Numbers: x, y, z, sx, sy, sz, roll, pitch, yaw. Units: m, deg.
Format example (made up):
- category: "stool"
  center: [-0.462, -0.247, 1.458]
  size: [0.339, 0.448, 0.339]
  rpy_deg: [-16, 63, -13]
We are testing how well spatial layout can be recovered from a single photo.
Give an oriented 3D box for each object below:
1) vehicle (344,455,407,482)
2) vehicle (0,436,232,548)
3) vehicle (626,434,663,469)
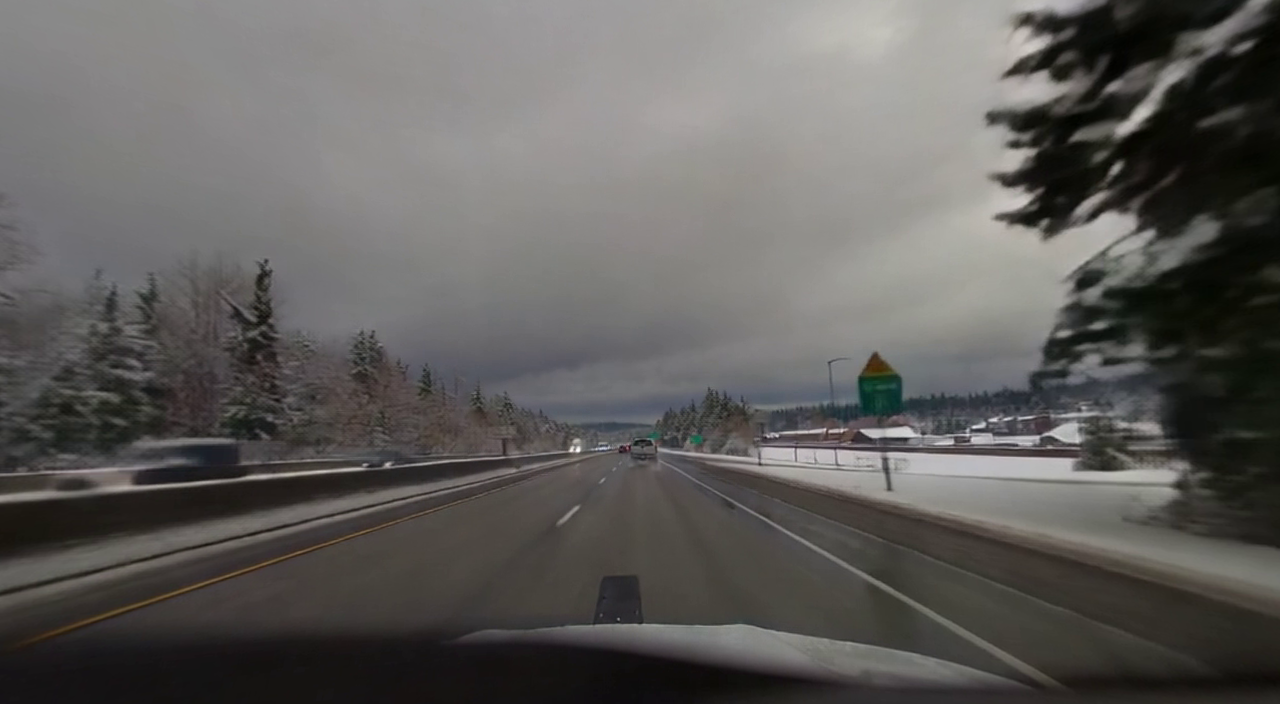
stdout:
- category: "vehicle"
  center: [-16.354, 7.207, 38.990]
  size: [1.891, 1.517, 4.540]
  rpy_deg: [-1, -9, 1]
- category: "vehicle"
  center: [-12.206, 2.959, 14.125]
  size: [2.243, 1.979, 5.607]
  rpy_deg: [0, -9, 0]
- category: "vehicle"
  center: [0.314, 6.425, 40.438]
  size: [2.268, 2.122, 4.595]
  rpy_deg: [-1, -9, 1]
